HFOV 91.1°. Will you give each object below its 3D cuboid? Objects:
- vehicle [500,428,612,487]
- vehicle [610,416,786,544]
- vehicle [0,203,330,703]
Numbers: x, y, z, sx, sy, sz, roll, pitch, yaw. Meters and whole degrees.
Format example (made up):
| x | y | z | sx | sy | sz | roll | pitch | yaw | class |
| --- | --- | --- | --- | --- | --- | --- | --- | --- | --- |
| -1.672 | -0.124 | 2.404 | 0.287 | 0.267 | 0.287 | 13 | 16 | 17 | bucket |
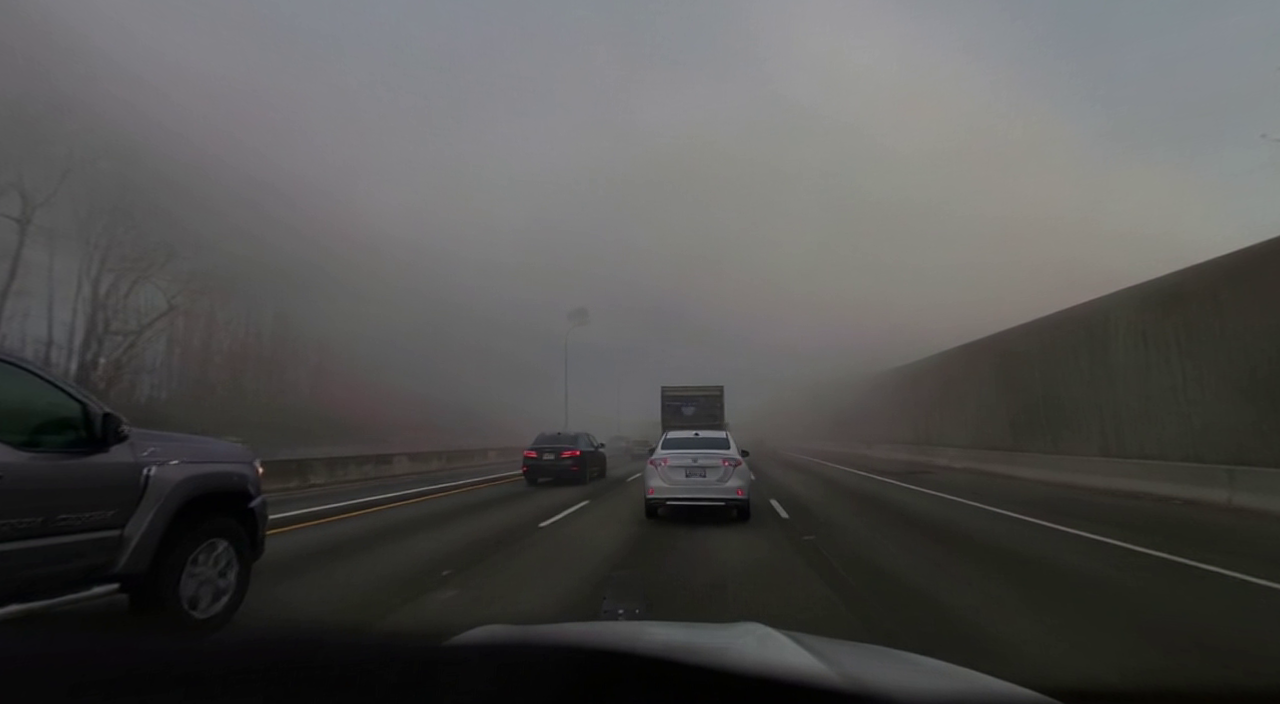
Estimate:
| x | y | z | sx | sy | sz | roll | pitch | yaw | class |
| --- | --- | --- | --- | --- | --- | --- | --- | --- | --- |
| -2.188 | 2.911 | 17.816 | 2.087 | 1.457 | 4.313 | -1 | -8 | 7 | vehicle |
| 0.947 | 1.801 | 9.597 | 2.089 | 1.485 | 4.153 | -1 | -8 | 8 | vehicle |
| -4.238 | 0.487 | 2.693 | 2.386 | 2.435 | 5.831 | -1 | -8 | 6 | vehicle |
